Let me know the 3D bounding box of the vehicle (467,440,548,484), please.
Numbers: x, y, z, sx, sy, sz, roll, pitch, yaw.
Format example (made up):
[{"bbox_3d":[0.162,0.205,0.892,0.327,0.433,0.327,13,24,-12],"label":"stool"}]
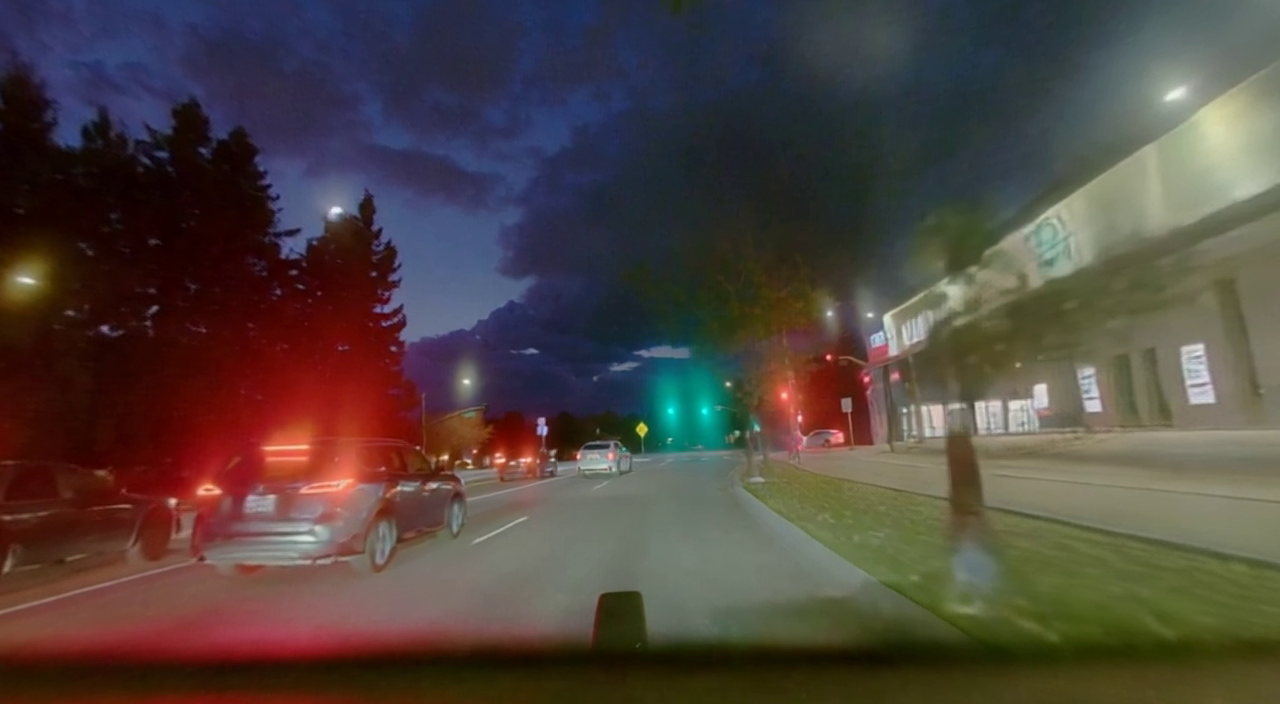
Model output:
[{"bbox_3d":[-5.827,4.914,28.459,2.160,1.779,4.549,-2,-9,8],"label":"vehicle"}]

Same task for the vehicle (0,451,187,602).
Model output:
[{"bbox_3d":[-7.705,1.958,7.258,1.974,1.558,3.949,-2,-9,2],"label":"vehicle"}]

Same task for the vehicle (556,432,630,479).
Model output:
[{"bbox_3d":[-1.921,4.470,27.427,2.167,1.832,4.679,-2,-9,9],"label":"vehicle"}]

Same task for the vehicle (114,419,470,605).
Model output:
[{"bbox_3d":[-3.822,1.787,8.006,2.002,1.664,4.113,-2,-8,3],"label":"vehicle"}]
